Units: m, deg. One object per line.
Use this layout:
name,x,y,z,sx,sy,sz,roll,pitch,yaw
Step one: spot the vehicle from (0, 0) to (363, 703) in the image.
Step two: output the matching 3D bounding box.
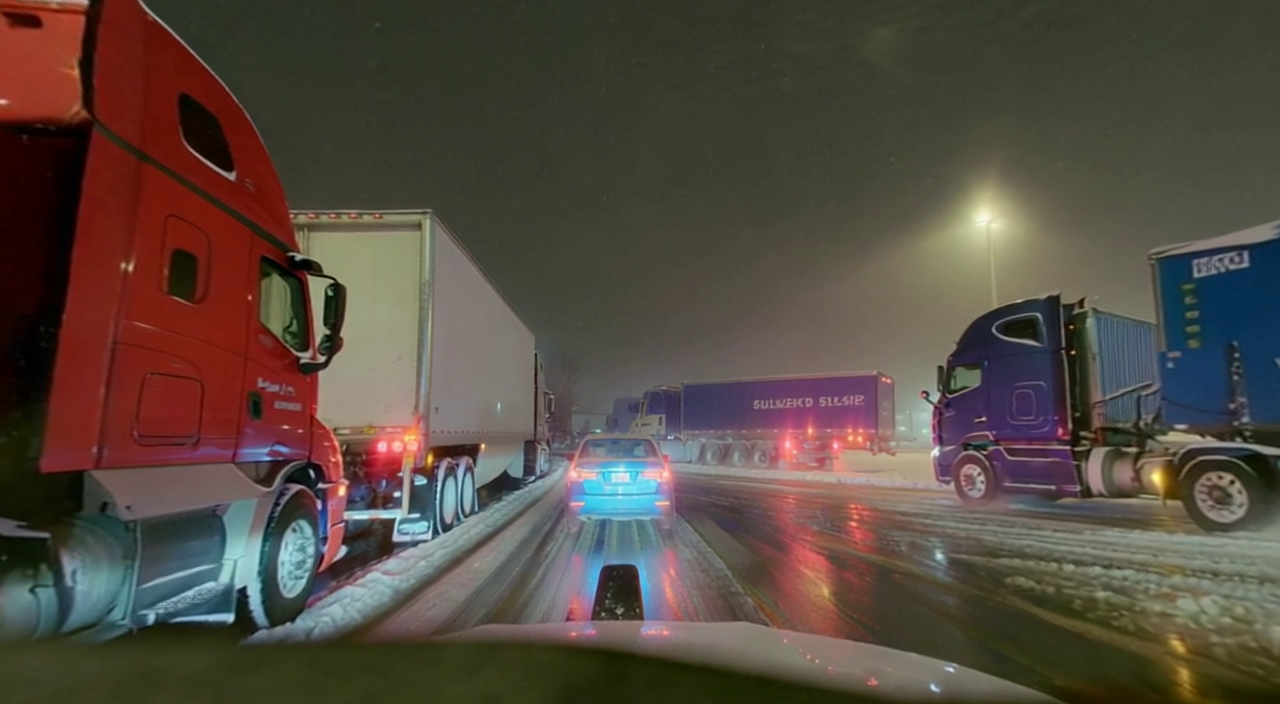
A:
vehicle,-3.962,-0.128,1.071,2.986,3.391,9.523,0,-9,-3

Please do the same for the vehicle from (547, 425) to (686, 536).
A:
vehicle,-0.401,2.304,11.732,2.140,1.682,3.971,0,-9,-1

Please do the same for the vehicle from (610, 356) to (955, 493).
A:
vehicle,4.475,3.131,25.420,2.877,4.124,14.516,4,-10,-41

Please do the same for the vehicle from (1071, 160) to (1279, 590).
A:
vehicle,11.162,-0.264,3.684,13.564,4.152,3.110,-9,-12,42
